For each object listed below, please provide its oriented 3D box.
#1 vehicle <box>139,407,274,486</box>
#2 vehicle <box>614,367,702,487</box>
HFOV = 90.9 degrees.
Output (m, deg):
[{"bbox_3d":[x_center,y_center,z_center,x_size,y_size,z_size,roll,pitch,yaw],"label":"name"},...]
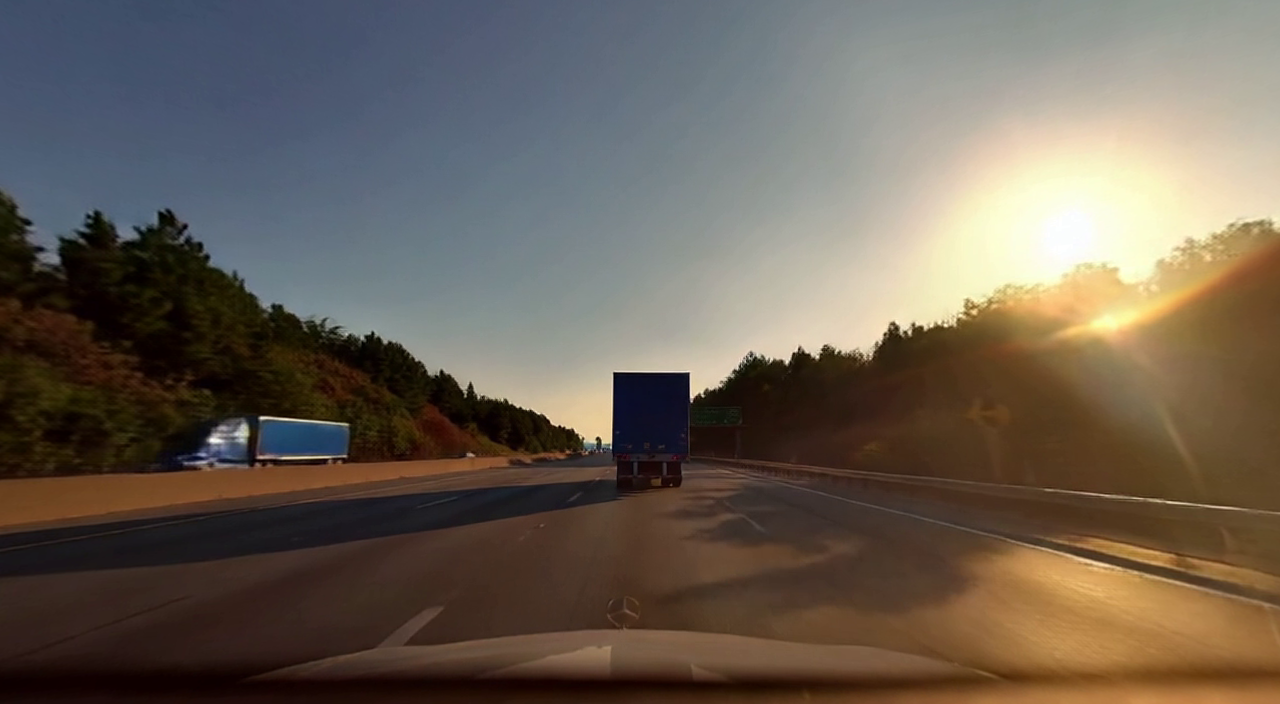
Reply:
[{"bbox_3d":[-23.750,5.266,35.016,2.954,3.945,6.094,0,-9,0],"label":"vehicle"},{"bbox_3d":[0.537,3.239,25.937,2.898,3.973,10.063,0,-9,-1],"label":"vehicle"}]
